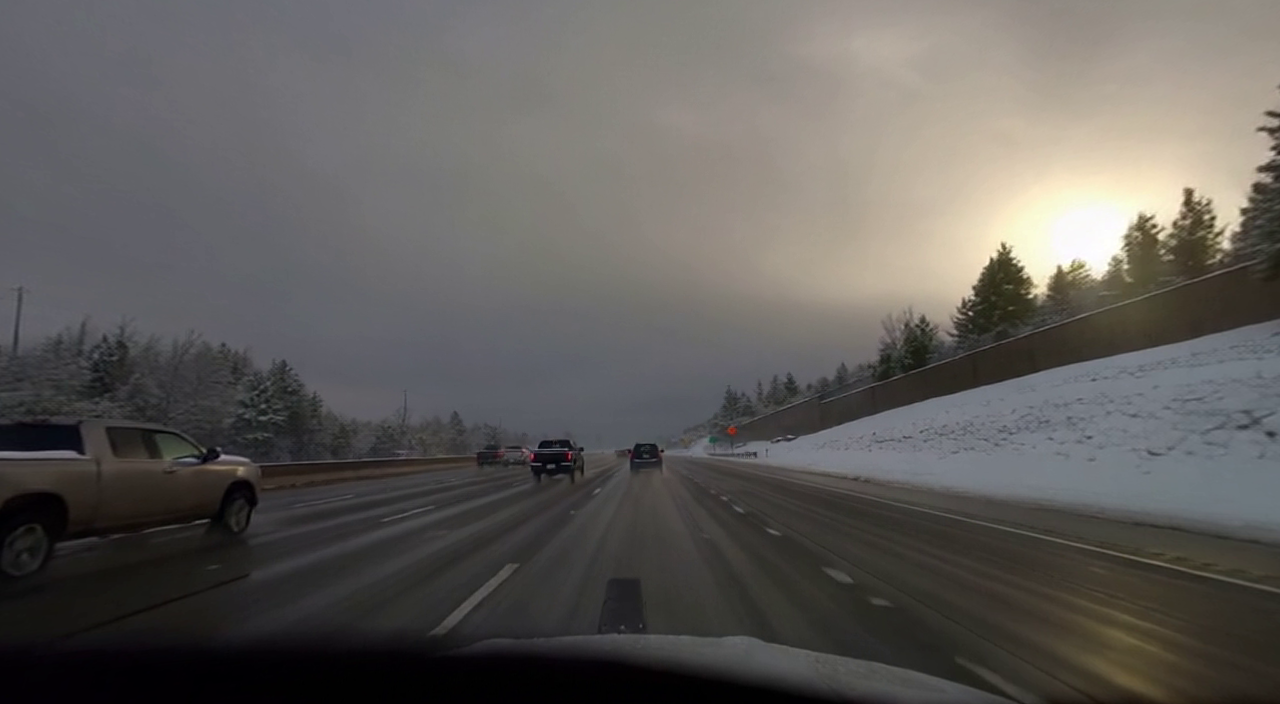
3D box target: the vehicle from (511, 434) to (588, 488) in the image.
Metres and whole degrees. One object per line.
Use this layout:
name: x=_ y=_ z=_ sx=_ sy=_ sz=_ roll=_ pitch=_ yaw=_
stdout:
vehicle: x=-3.236 y=4.021 z=23.545 sx=2.093 sy=1.820 sz=4.506 roll=0 pitch=-9 yaw=1

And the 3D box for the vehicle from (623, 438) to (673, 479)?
vehicle: x=0.362 y=5.075 z=30.232 sx=2.233 sy=1.804 sz=4.273 roll=0 pitch=-9 yaw=0

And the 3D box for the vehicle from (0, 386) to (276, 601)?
vehicle: x=-6.635 y=1.447 z=6.877 sx=2.108 sy=1.856 sz=5.214 roll=0 pitch=-9 yaw=1
